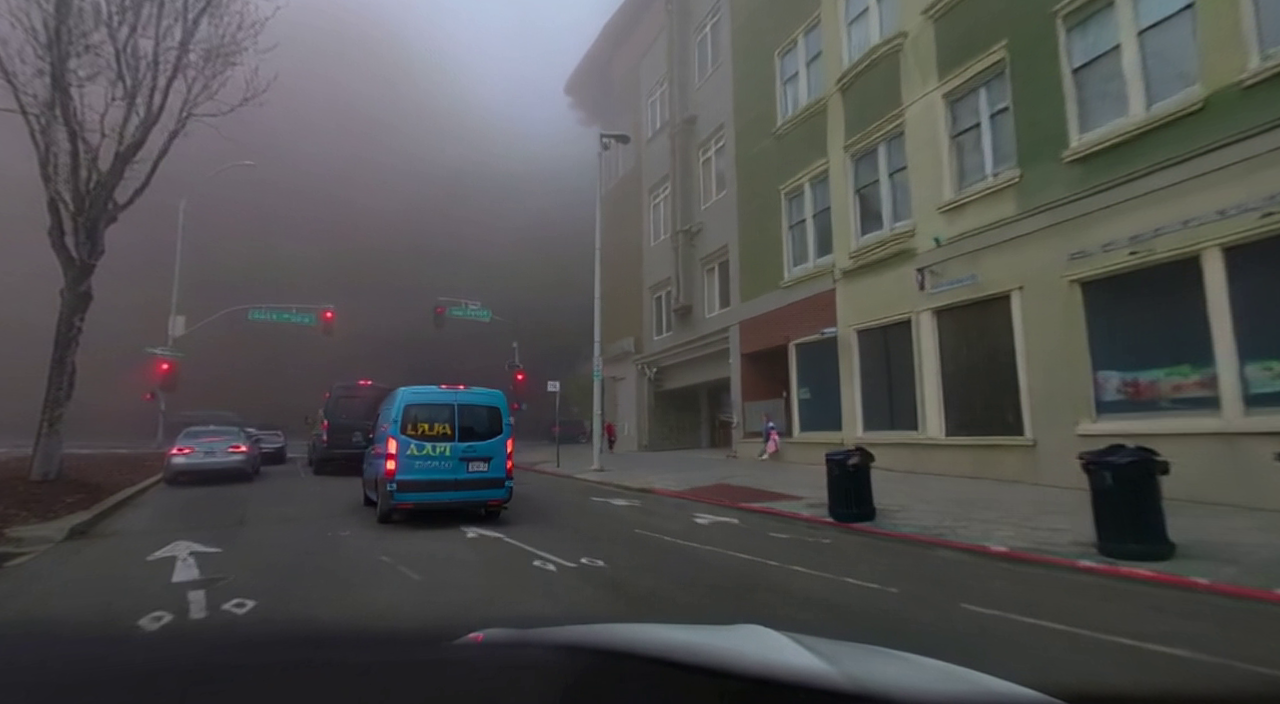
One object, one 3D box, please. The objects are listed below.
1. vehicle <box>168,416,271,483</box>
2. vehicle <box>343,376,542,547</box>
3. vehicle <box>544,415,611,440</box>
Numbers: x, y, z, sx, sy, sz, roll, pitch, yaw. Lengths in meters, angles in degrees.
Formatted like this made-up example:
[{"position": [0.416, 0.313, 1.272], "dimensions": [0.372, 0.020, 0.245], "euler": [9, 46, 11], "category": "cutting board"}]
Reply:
[{"position": [-10.535, 2.436, 16.017], "dimensions": [1.841, 1.461, 3.426], "euler": [5, -9, -30], "category": "vehicle"}, {"position": [-3.162, 1.538, 9.458], "dimensions": [1.951, 1.907, 4.266], "euler": [4, -9, -29], "category": "vehicle"}, {"position": [-4.055, 5.000, 41.378], "dimensions": [4.020, 1.572, 1.718], "euler": [5, -9, -34], "category": "vehicle"}]
